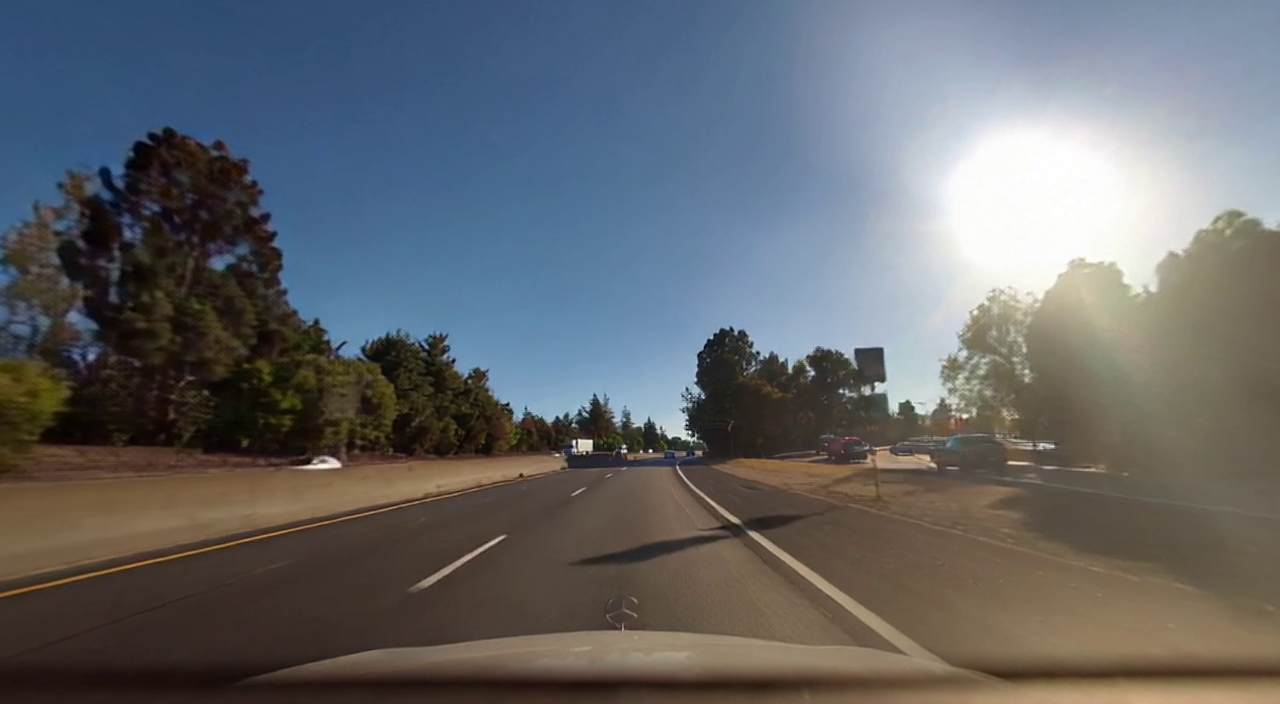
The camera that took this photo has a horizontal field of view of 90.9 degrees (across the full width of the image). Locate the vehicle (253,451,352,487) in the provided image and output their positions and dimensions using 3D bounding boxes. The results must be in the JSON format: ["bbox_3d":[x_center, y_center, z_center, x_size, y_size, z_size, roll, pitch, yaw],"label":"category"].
[{"bbox_3d":[-15.758,5.456,29.738,1.922,1.483,4.676,-1,-9,2],"label":"vehicle"}]
